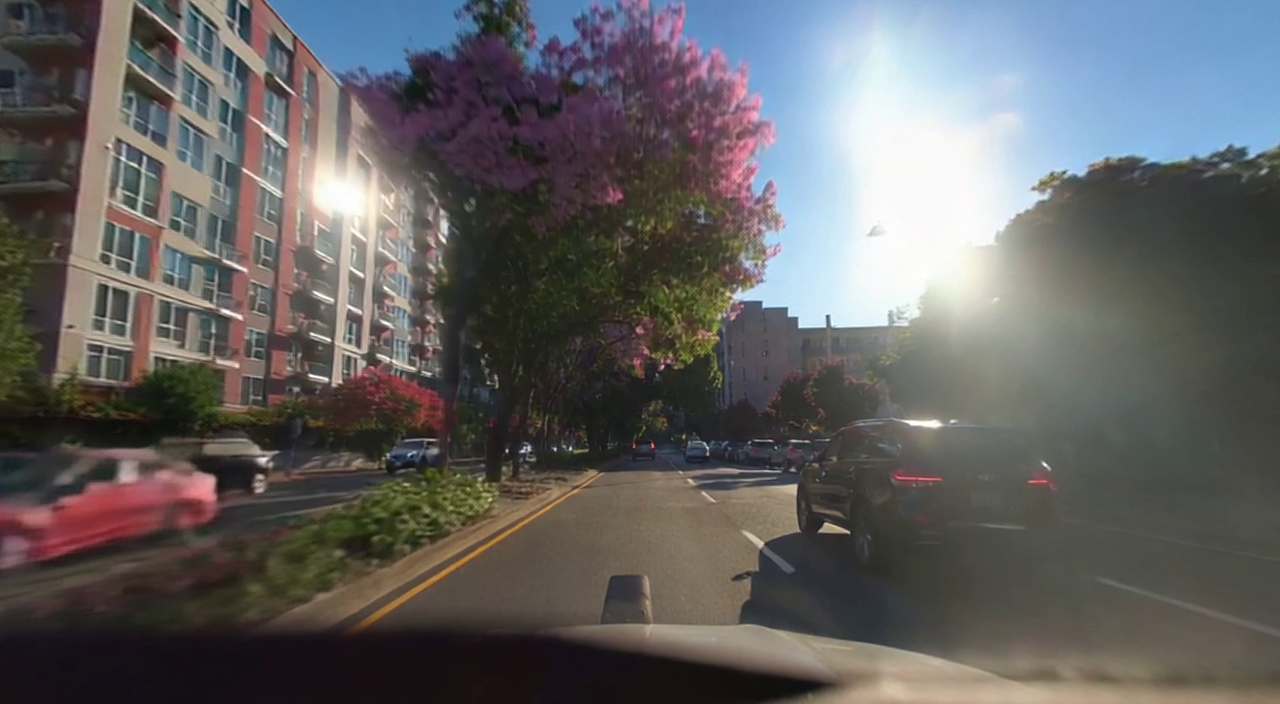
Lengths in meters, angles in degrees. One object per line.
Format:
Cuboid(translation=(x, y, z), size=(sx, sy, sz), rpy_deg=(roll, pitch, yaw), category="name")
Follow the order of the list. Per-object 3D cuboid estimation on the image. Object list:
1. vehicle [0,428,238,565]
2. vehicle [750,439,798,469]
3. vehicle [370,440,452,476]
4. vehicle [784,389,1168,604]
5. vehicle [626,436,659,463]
Cuboid(translation=(-8.142, 1.896, 8.911), size=(1.960, 1.530, 4.313), rpy_deg=(0, -8, 1), category="vehicle")
Cuboid(translation=(8.042, 6.152, 38.194), size=(1.869, 1.658, 4.405), rpy_deg=(0, -8, -1), category="vehicle")
Cuboid(translation=(-11.784, 5.471, 32.936), size=(2.191, 1.684, 5.428), rpy_deg=(0, -8, 1), category="vehicle")
Cuboid(translation=(3.269, 1.518, 7.494), size=(2.071, 1.747, 4.549), rpy_deg=(0, -8, 1), category="vehicle")
Cuboid(translation=(0.204, 6.980, 45.237), size=(2.244, 1.813, 4.129), rpy_deg=(0, -8, 2), category="vehicle")
